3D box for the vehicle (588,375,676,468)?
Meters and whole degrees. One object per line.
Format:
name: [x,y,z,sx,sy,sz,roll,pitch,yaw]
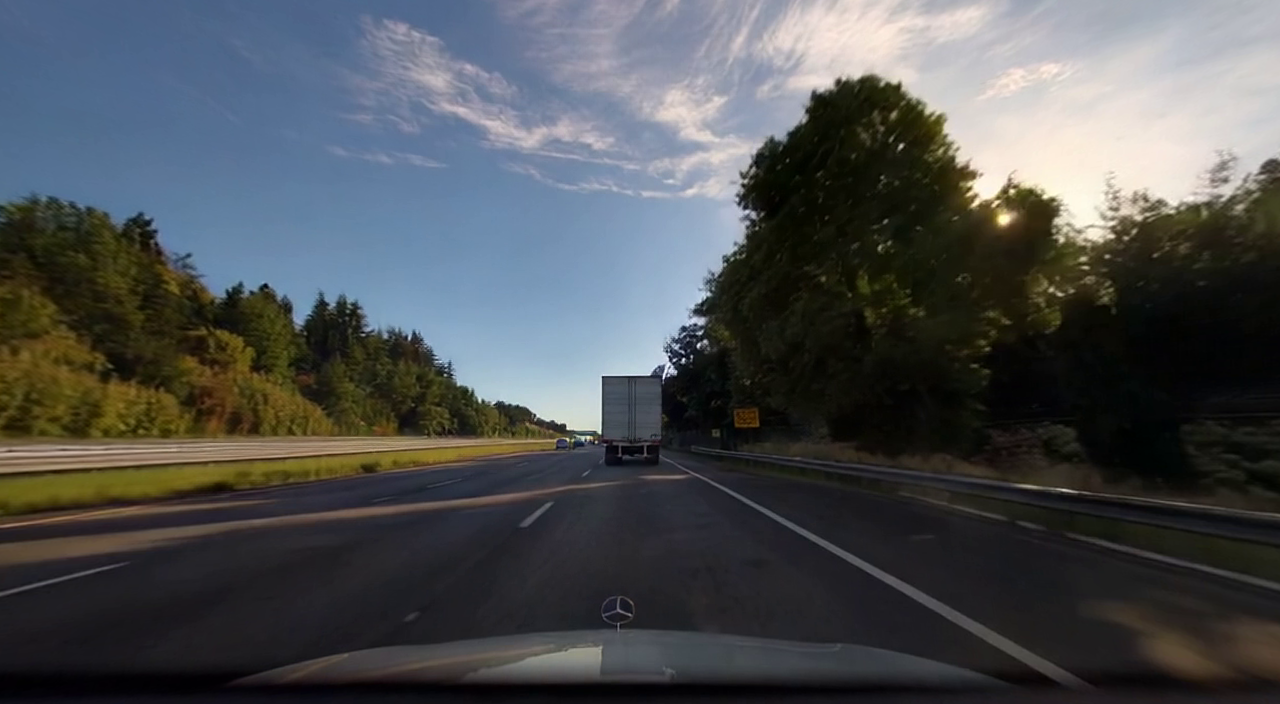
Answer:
vehicle: [-0.420,3.483,30.378,3.033,3.223,14.836,4,-7,-1]
